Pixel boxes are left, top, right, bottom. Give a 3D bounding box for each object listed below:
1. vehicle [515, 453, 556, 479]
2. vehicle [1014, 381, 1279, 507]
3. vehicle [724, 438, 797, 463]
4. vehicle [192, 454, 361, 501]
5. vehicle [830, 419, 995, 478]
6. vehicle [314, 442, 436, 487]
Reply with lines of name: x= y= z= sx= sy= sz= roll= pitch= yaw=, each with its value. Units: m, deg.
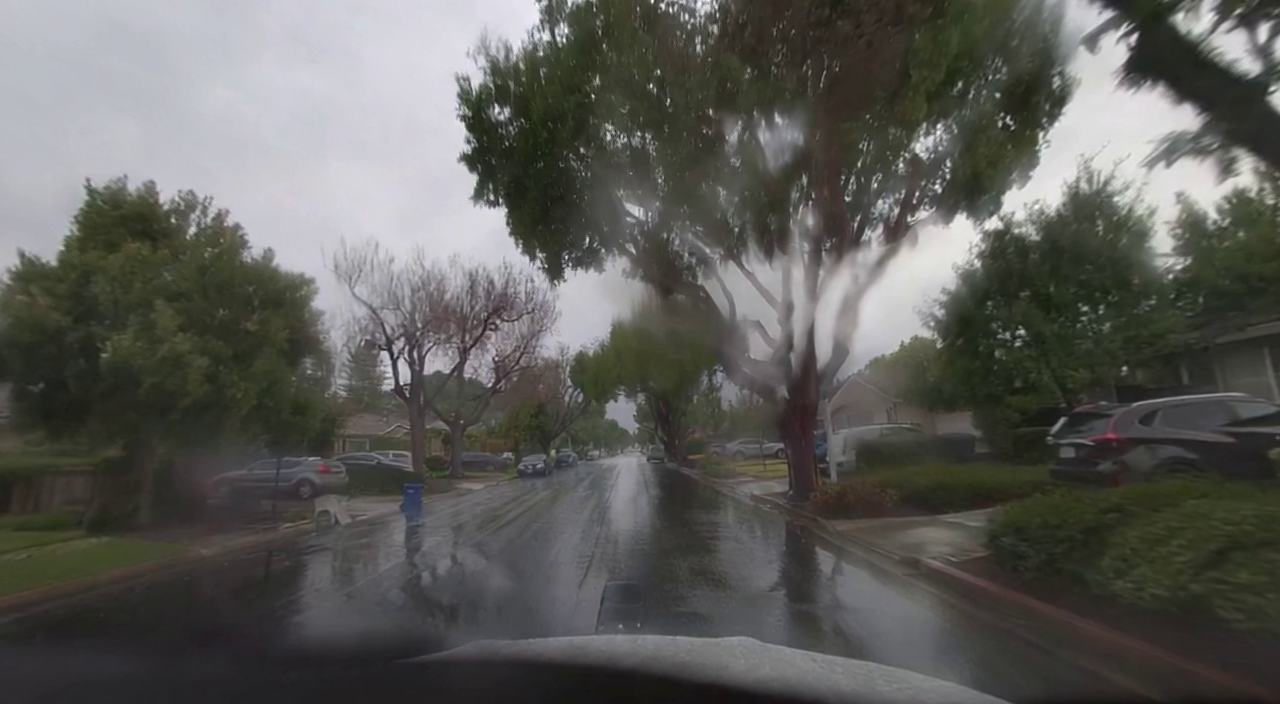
vehicle: x=-6.389 y=6.998 z=38.907 sx=1.878 sy=1.496 sz=3.535 roll=0 pitch=-9 yaw=0
vehicle: x=8.681 y=1.388 z=9.576 sx=4.732 sy=1.707 sz=1.898 roll=0 pitch=-9 yaw=2
vehicle: x=8.301 y=6.811 z=43.742 sx=4.599 sy=1.652 sz=1.903 roll=0 pitch=-9 yaw=-3
vehicle: x=-12.114 y=4.191 z=21.318 sx=4.476 sy=1.476 sz=1.877 roll=0 pitch=-9 yaw=-2
vehicle: x=8.527 y=3.044 z=20.071 sx=4.334 sy=1.750 sz=1.900 roll=0 pitch=-9 yaw=-2
vehicle: x=-12.406 y=5.272 z=29.848 sx=4.753 sy=2.028 sz=2.079 roll=0 pitch=-9 yaw=0
